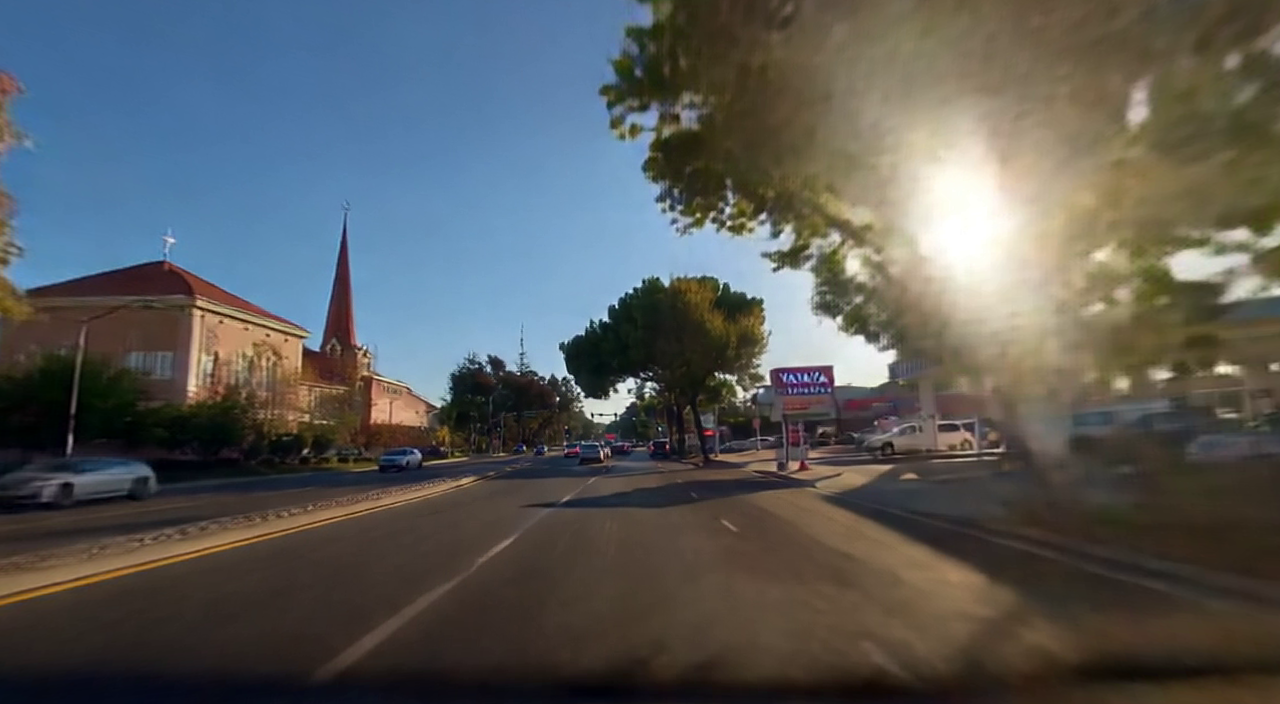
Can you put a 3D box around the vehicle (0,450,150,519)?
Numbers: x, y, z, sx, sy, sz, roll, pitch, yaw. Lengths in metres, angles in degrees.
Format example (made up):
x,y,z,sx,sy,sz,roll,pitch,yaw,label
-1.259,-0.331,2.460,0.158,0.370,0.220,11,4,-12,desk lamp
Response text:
x,y,z,sx,sy,sz,roll,pitch,yaw,label
-18.033,4.000,19.390,2.129,1.797,4.866,-4,-8,0,vehicle

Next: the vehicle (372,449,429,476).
x,y,z,sx,sy,sz,roll,pitch,yaw,label
-15.096,6.940,40.013,1.939,1.594,4.284,0,-8,0,vehicle

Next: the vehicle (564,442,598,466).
x,y,z,sx,sy,sz,roll,pitch,yaw,label
-4.227,7.388,46.056,2.040,1.661,4.573,0,-8,0,vehicle
